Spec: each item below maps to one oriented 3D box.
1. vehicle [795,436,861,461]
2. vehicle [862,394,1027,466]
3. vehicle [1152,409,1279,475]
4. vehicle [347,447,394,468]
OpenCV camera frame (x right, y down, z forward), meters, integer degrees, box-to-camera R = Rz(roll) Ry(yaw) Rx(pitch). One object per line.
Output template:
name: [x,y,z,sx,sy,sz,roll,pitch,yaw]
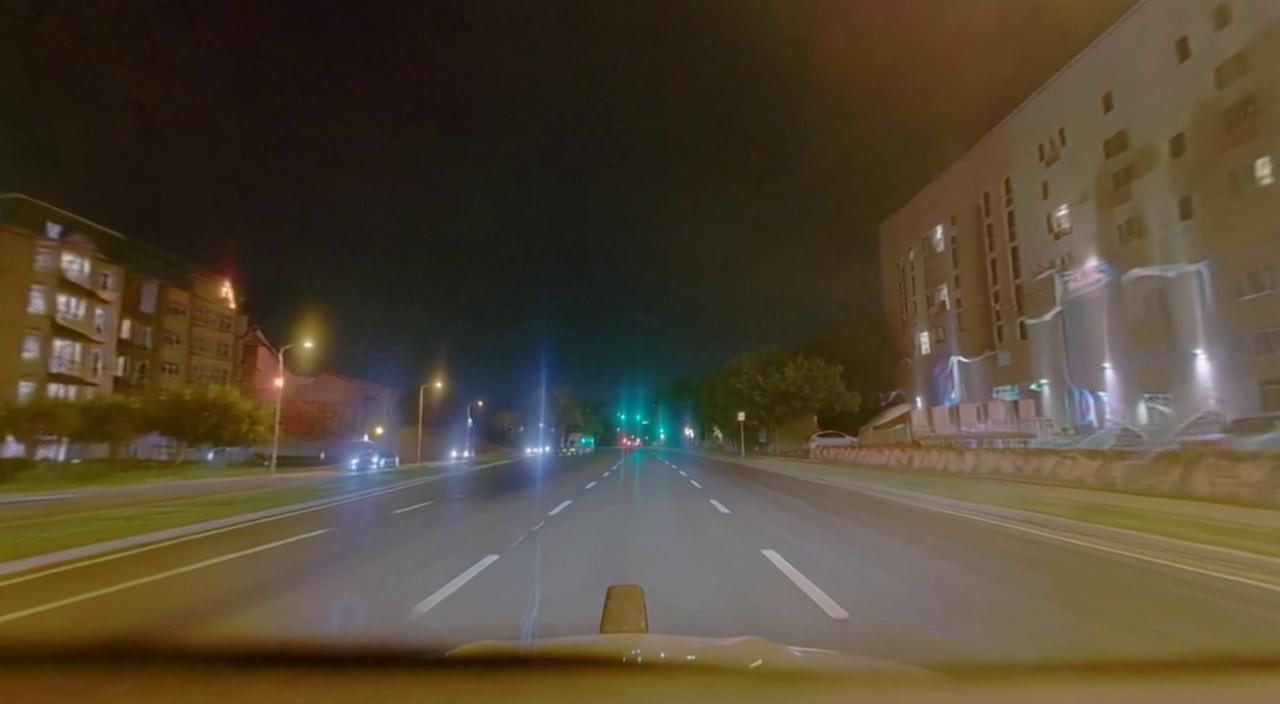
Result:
vehicle: [12.375,6.363,41.849,1.948,1.466,4.520,-1,-7,-16]
vehicle: [15.517,4.042,32.554,6.641,3.391,3.387,0,-8,-4]
vehicle: [16.679,2.374,16.693,4.450,1.643,1.996,0,-8,-1]
vehicle: [-21.036,8.239,49.370,1.794,1.463,4.332,0,-8,-2]
